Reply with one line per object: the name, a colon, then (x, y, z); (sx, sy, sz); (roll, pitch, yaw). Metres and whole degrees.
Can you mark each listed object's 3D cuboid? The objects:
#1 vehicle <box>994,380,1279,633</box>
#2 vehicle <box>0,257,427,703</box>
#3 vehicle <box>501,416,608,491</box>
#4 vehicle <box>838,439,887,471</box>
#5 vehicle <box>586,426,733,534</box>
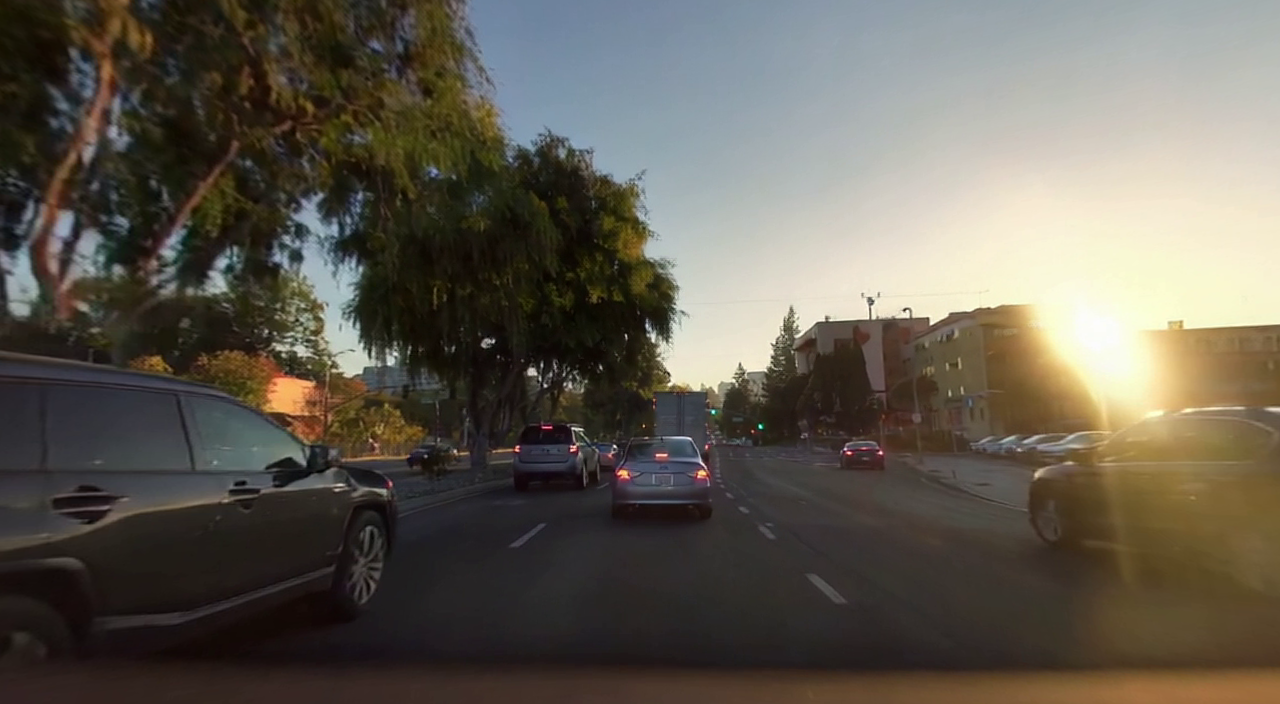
vehicle: (5.689, 1.291, 5.768); (2.141, 1.794, 4.933); (0, -8, 2)
vehicle: (-3.015, 0.821, 3.206); (2.124, 1.829, 4.799); (0, -8, 1)
vehicle: (-2.370, 3.028, 19.113); (2.289, 1.935, 5.227); (0, -8, 2)
vehicle: (11.424, 5.294, 32.652); (1.900, 1.507, 4.151); (-2, -9, 13)
vehicle: (0.250, 2.105, 10.953); (2.061, 1.494, 4.079); (0, -8, -1)
